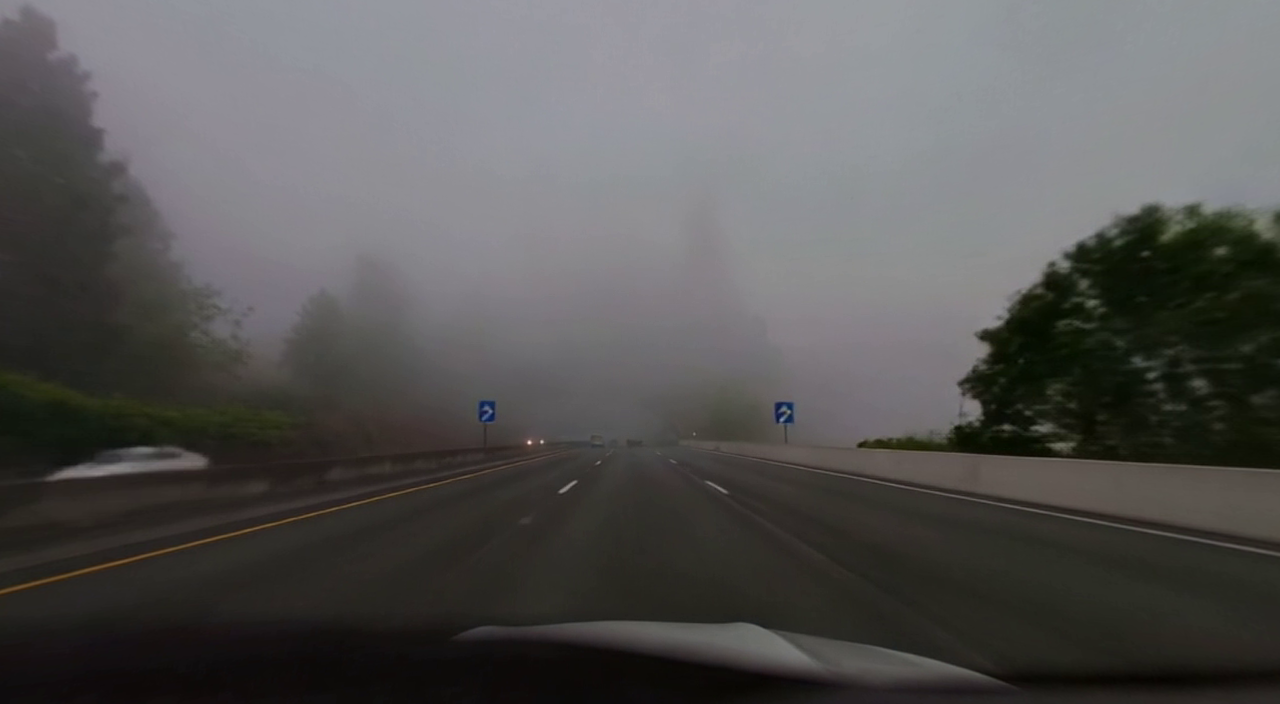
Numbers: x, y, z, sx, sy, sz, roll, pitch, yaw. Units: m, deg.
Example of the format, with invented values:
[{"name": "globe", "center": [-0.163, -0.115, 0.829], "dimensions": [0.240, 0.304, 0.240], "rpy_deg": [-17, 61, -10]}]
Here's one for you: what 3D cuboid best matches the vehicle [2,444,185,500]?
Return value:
[{"name": "vehicle", "center": [-16.463, 3.595, 19.338], "dimensions": [1.919, 1.451, 4.196], "rpy_deg": [0, -8, -2]}]
